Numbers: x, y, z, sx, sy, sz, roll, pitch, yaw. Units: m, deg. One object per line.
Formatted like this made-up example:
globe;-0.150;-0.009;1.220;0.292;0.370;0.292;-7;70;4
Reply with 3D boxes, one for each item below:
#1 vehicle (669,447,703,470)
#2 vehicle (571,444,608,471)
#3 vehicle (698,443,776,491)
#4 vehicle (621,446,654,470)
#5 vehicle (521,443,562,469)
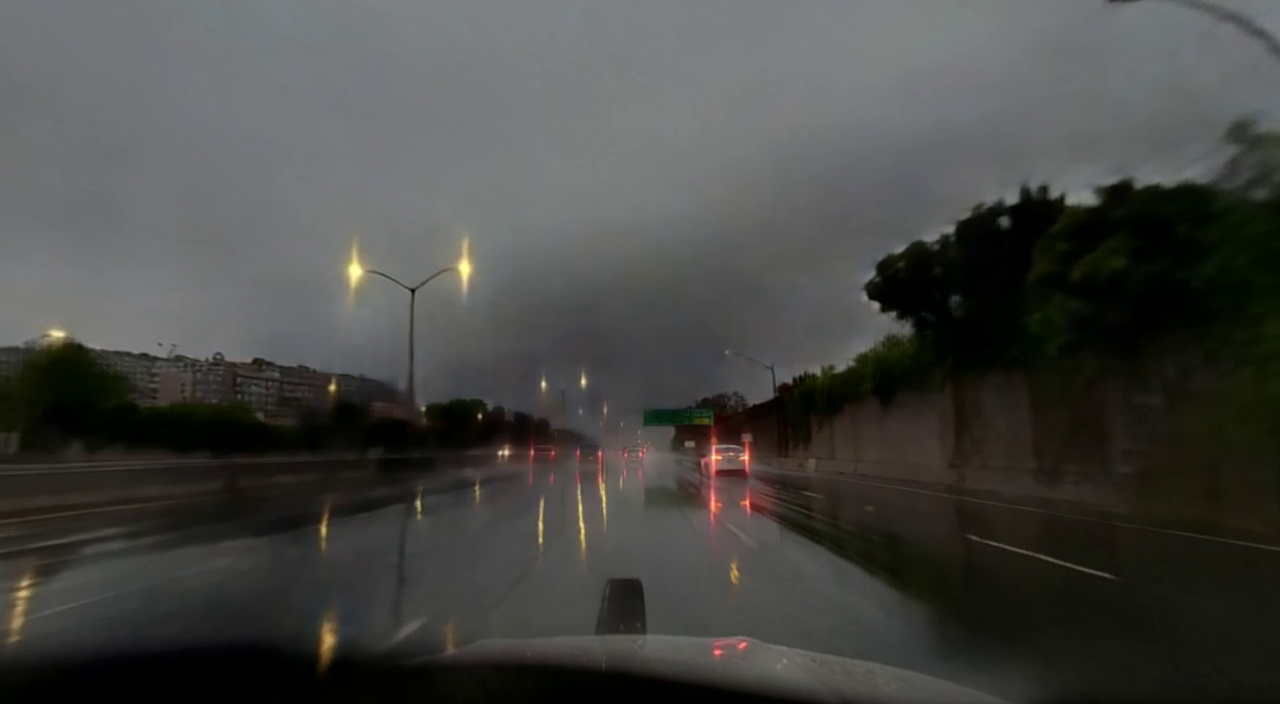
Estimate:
vehicle;3.220;7.526;44.629;2.036;1.517;4.256;0;-9;0
vehicle;-3.253;6.898;41.489;2.091;1.664;4.157;0;-9;0
vehicle;3.389;4.113;22.870;2.077;1.527;4.553;0;-9;-1
vehicle;-0.136;7.274;43.438;2.166;1.496;4.158;0;-9;0
vehicle;-6.811;7.269;44.089;2.112;1.721;4.381;0;-9;0
